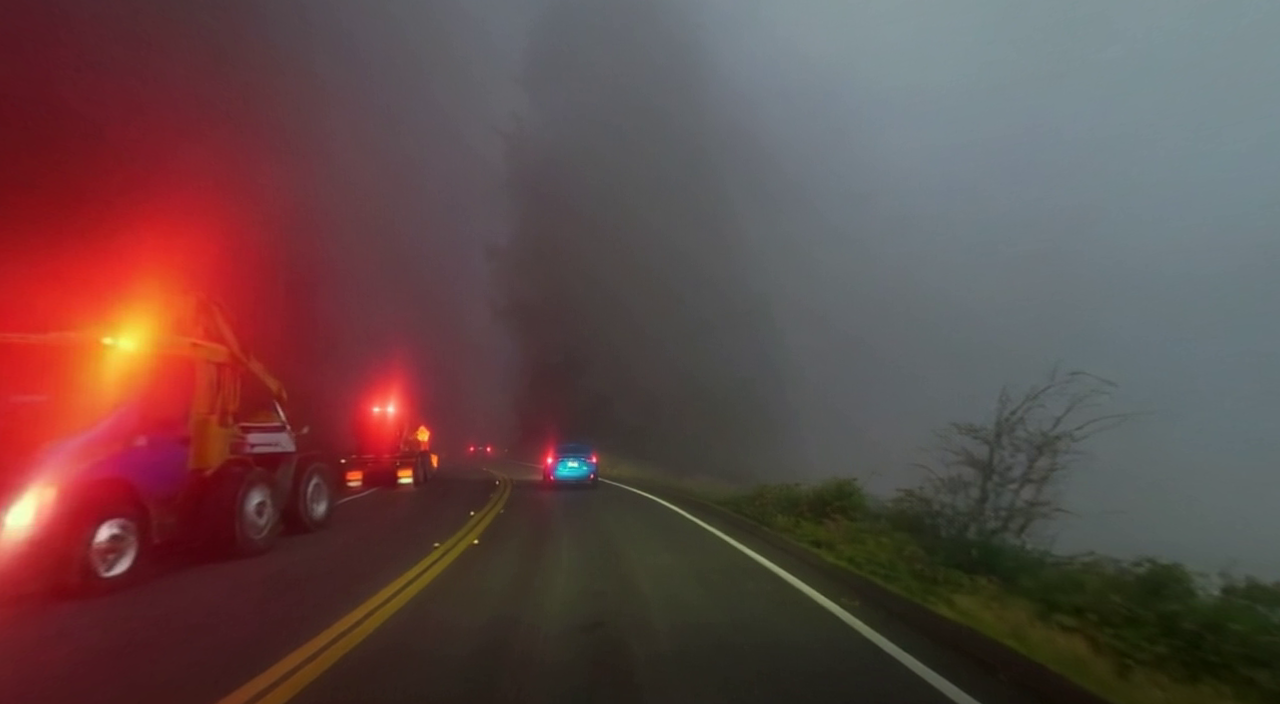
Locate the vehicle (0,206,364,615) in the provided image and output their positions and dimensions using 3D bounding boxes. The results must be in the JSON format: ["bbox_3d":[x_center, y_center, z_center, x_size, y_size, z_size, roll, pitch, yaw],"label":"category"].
[{"bbox_3d":[-5.630,0.748,7.387,2.364,3.191,4.942,0,-8,1],"label":"vehicle"}]

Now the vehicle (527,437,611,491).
[{"bbox_3d":[-2.361,3.478,20.007,2.259,1.503,4.075,2,-9,-12],"label":"vehicle"}]

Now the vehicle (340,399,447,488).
[{"bbox_3d":[-7.855,2.983,20.601,2.257,2.597,4.069,1,-9,-8],"label":"vehicle"}]
